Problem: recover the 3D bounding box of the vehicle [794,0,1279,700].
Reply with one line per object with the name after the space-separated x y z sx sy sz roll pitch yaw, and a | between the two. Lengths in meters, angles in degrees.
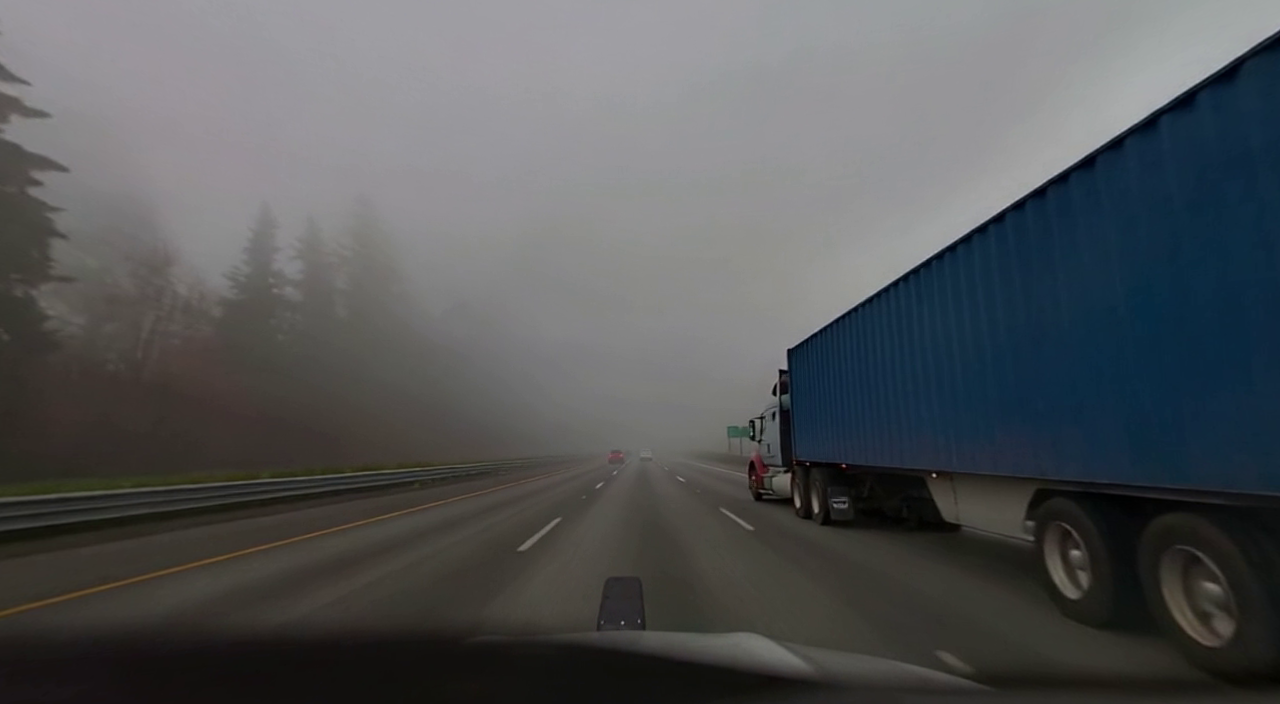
4.707 0.287 6.659 2.821 4.046 12.876 0 -9 0 | vehicle
